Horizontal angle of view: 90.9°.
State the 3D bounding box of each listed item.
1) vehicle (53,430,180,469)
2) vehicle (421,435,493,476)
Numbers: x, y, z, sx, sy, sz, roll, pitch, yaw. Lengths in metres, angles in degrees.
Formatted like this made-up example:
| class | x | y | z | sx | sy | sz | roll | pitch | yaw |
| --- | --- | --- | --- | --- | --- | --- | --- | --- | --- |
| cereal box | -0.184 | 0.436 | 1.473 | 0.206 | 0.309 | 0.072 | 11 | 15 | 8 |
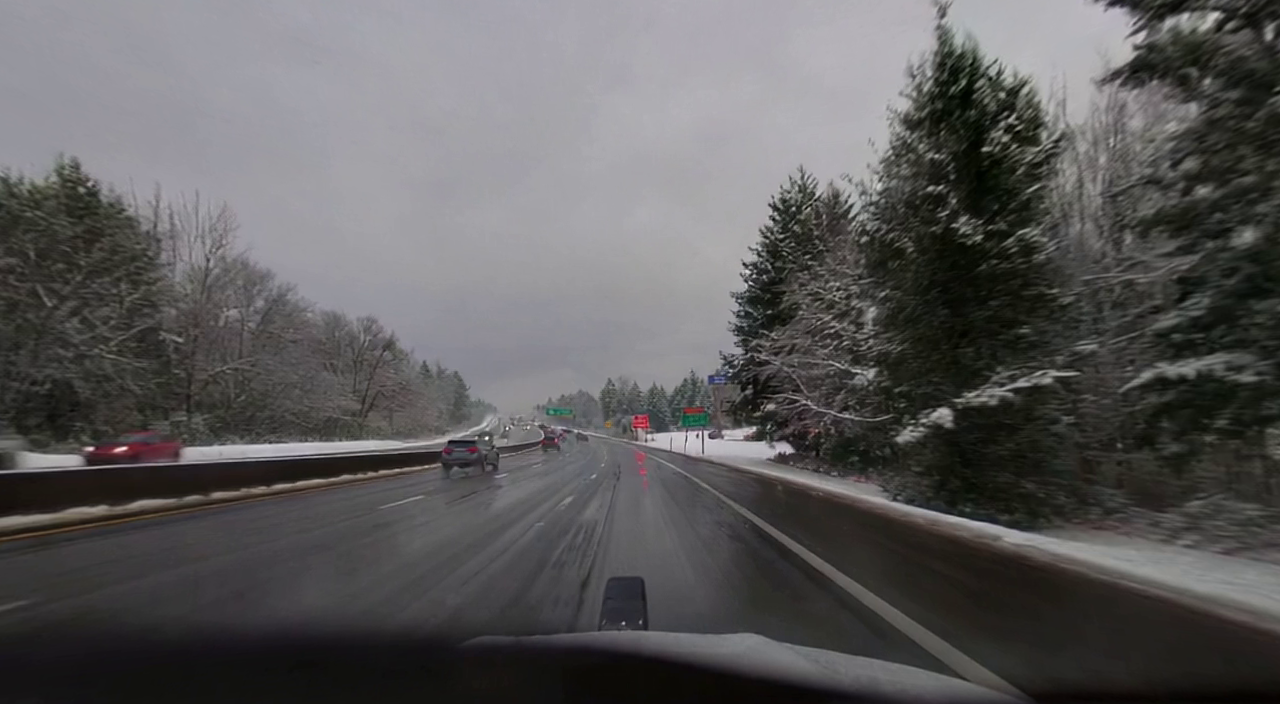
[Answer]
| class | x | y | z | sx | sy | sz | roll | pitch | yaw |
| --- | --- | --- | --- | --- | --- | --- | --- | --- | --- |
| vehicle | -24.706 | 4.604 | 30.028 | 2.099 | 1.687 | 4.680 | 0 | -8 | -2 |
| vehicle | -7.705 | 4.397 | 27.015 | 1.931 | 1.608 | 3.977 | 0 | -8 | -1 |
